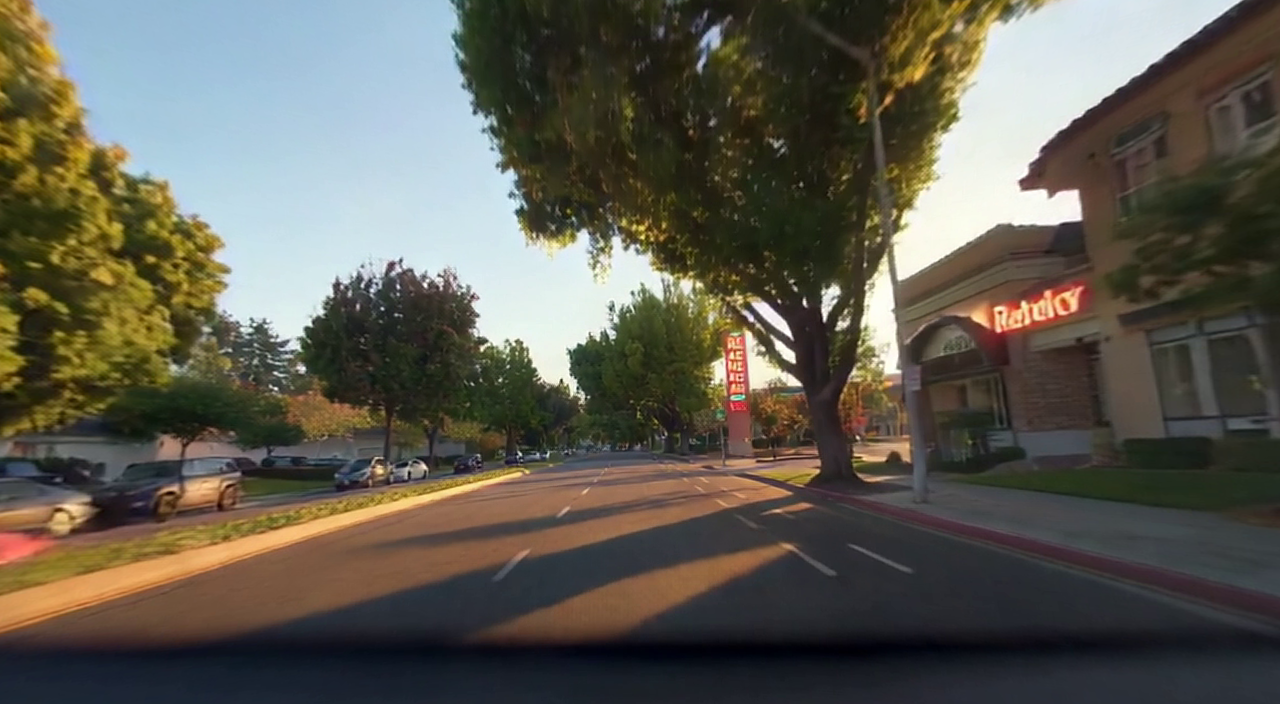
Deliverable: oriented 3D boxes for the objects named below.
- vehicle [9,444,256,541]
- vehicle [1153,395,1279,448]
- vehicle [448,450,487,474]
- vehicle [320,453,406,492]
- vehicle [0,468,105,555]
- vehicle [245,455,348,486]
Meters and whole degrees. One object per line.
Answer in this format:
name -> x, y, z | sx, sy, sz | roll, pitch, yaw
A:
vehicle -> -12.661, 3.469, 16.413 | 2.351, 1.905, 5.138 | -4, -9, -3
vehicle -> 24.908, 2.830, 25.237 | 2.392, 1.996, 6.238 | 5, -10, -32
vehicle -> -13.212, 8.431, 48.522 | 1.953, 1.558, 3.839 | -5, -8, -3
vehicle -> -12.748, 5.522, 29.433 | 1.897, 1.564, 4.875 | 0, -8, -1
vehicle -> -12.447, 2.920, 11.394 | 1.958, 1.457, 4.254 | 0, -8, -2
vehicle -> -21.226, 7.323, 39.233 | 5.007, 1.736, 2.350 | 0, -8, -5
